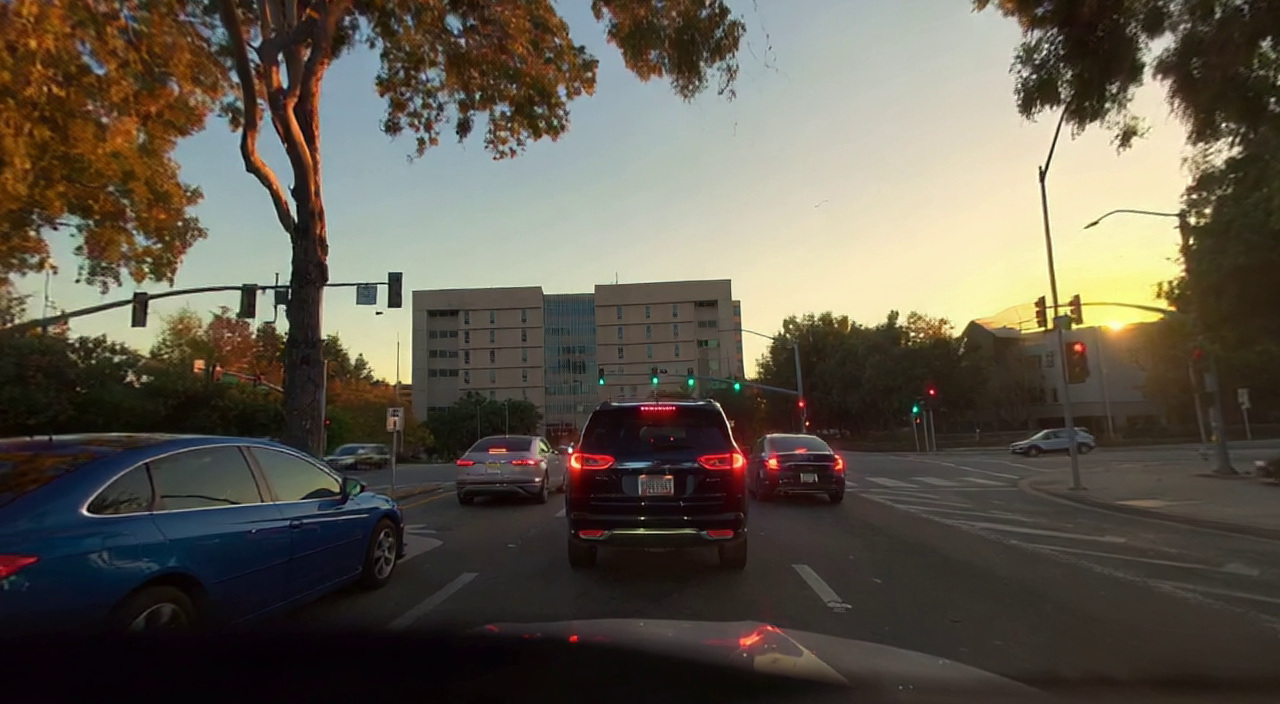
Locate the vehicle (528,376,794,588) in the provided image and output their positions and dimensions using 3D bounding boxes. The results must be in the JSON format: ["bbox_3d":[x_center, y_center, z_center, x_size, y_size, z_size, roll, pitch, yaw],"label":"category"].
[{"bbox_3d":[0.226,1.440,7.727,2.300,1.832,4.331,0,-8,1],"label":"vehicle"}]

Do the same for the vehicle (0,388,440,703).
[{"bbox_3d":[-3.211,1.201,4.438,1.958,1.494,4.624,0,-8,2],"label":"vehicle"}]

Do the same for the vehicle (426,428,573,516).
[{"bbox_3d":[-2.676,2.389,13.068,1.851,1.502,4.042,0,-8,4],"label":"vehicle"}]

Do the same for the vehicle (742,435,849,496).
[{"bbox_3d":[4.120,3.068,17.408,1.979,1.453,4.011,0,-8,1],"label":"vehicle"}]
